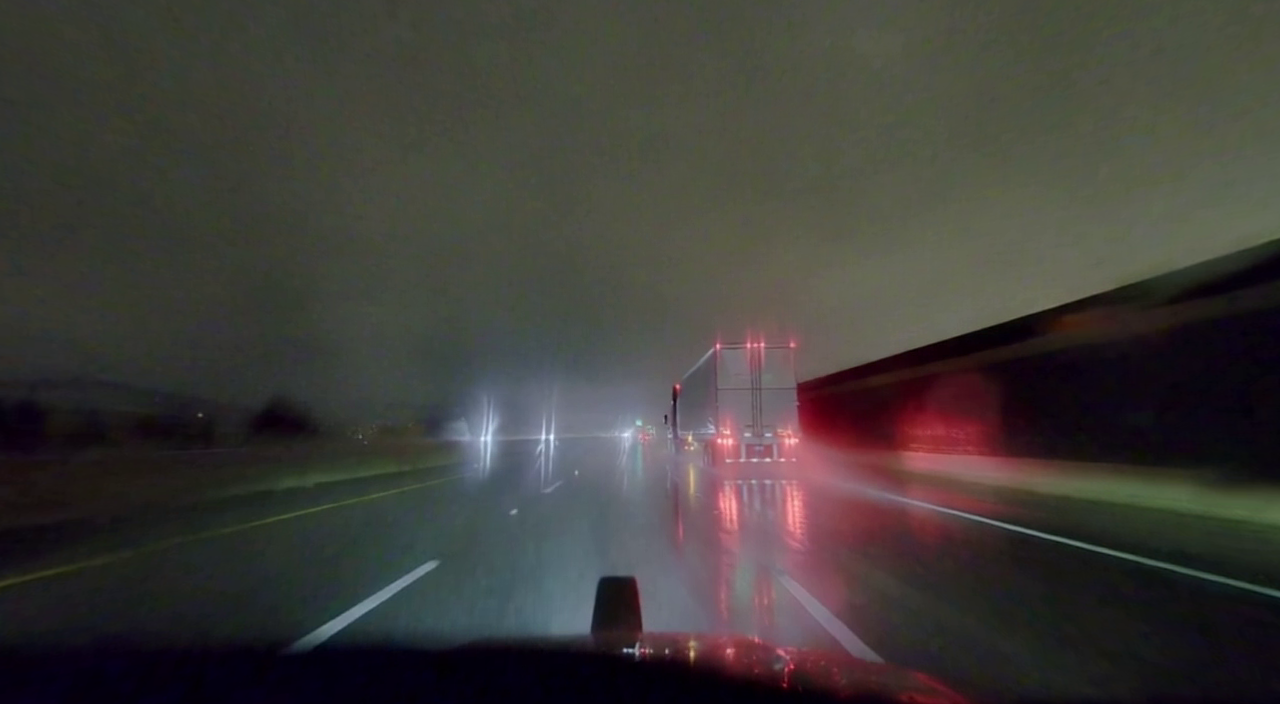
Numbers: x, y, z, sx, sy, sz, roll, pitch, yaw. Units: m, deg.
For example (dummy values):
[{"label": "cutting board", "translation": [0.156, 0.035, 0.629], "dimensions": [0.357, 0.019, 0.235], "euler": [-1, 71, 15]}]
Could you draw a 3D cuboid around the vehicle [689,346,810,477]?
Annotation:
[{"label": "vehicle", "translation": [3.660, 2.349, 23.438], "dimensions": [2.859, 3.981, 8.596], "euler": [0, -8, -1]}]
